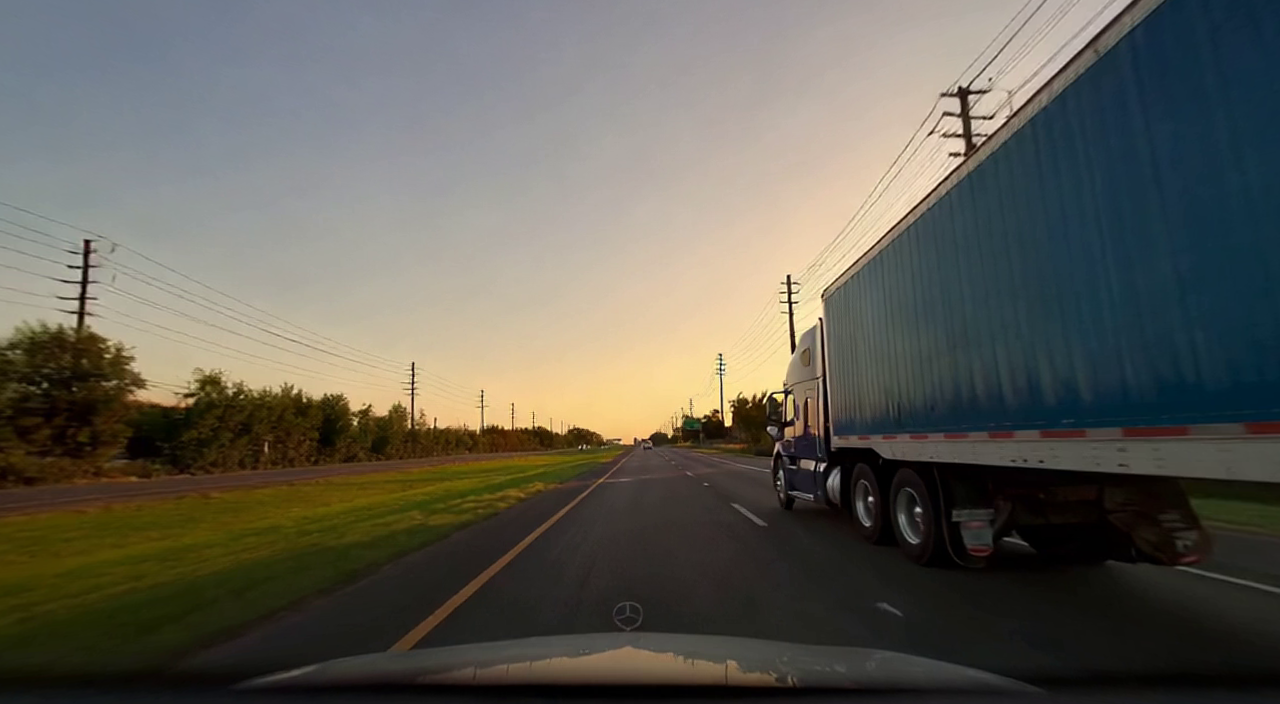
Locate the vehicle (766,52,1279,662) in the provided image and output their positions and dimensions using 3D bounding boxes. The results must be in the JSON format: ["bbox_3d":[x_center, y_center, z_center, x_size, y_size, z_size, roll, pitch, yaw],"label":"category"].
[{"bbox_3d":[4.084,0.511,8.156,3.031,3.879,8.478,0,-8,0],"label":"vehicle"}]
